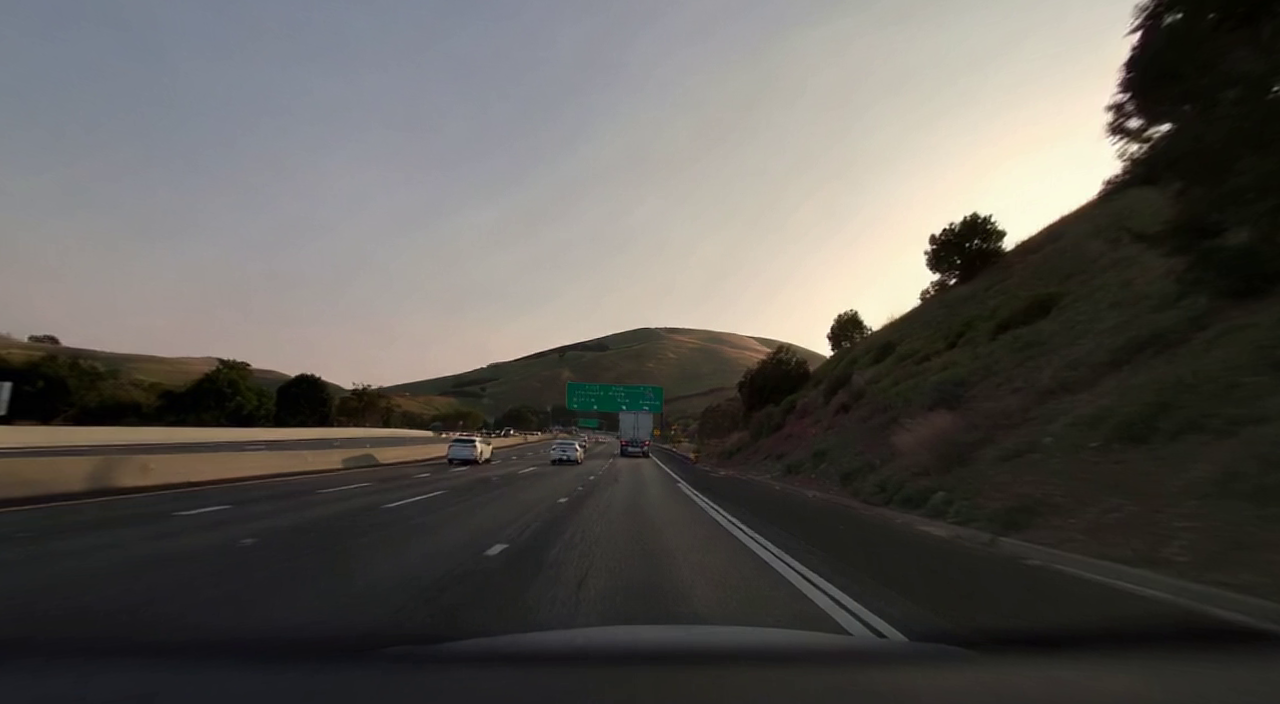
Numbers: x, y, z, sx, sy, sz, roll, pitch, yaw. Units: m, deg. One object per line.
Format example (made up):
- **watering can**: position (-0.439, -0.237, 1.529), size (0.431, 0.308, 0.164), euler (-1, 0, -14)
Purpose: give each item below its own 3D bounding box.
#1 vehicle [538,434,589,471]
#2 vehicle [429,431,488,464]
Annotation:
- **vehicle**: position (-3.894, 5.227, 32.828), size (2.053, 1.746, 4.508), euler (0, -9, 0)
- **vehicle**: position (-10.302, 5.481, 36.138), size (1.958, 1.758, 4.684), euler (0, -9, 0)
